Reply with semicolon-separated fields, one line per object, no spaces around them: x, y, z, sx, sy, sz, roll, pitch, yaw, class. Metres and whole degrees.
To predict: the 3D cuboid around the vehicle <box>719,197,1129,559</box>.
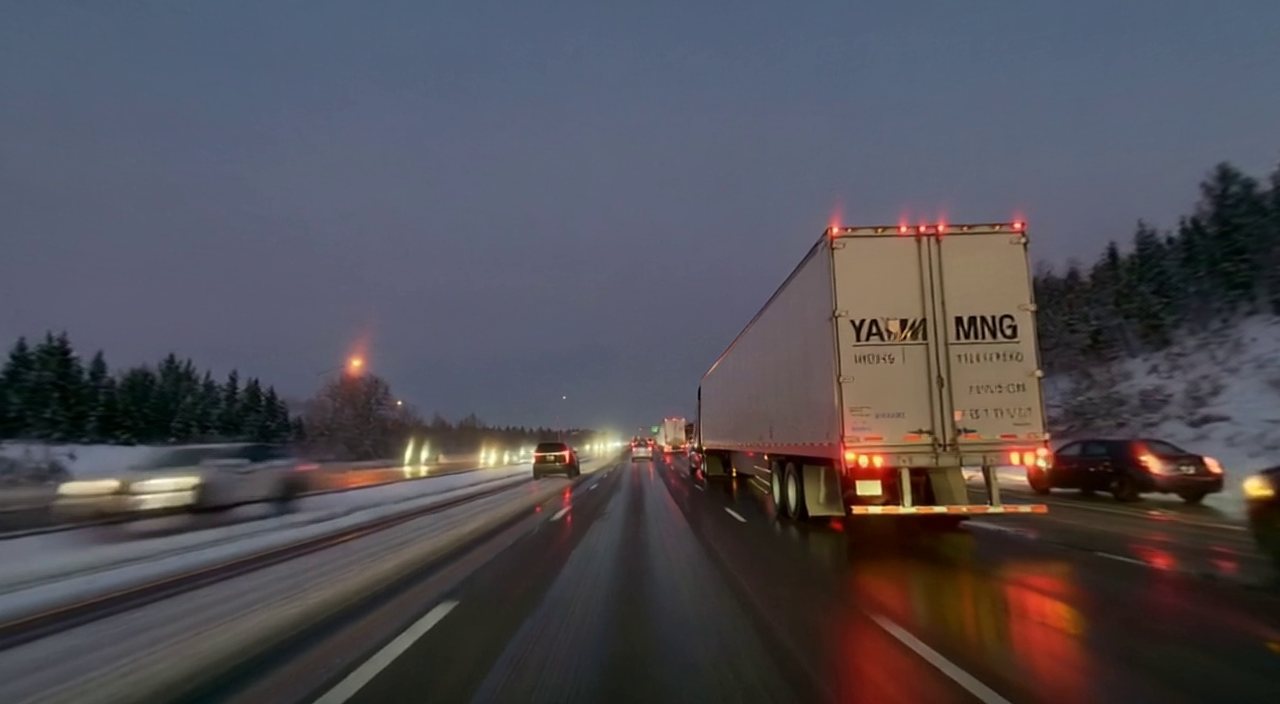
3.859;1.141;13.286;2.821;4.077;12.562;0;-9;0;vehicle

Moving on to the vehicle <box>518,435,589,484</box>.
-3.236;4.133;24.532;2.058;1.711;4.226;0;-9;1;vehicle

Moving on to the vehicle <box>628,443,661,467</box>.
0.260;6.756;41.411;2.063;1.469;4.208;0;-9;-1;vehicle

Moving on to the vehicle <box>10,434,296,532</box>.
-9.043;2.435;12.375;2.080;1.546;4.386;0;-9;0;vehicle
